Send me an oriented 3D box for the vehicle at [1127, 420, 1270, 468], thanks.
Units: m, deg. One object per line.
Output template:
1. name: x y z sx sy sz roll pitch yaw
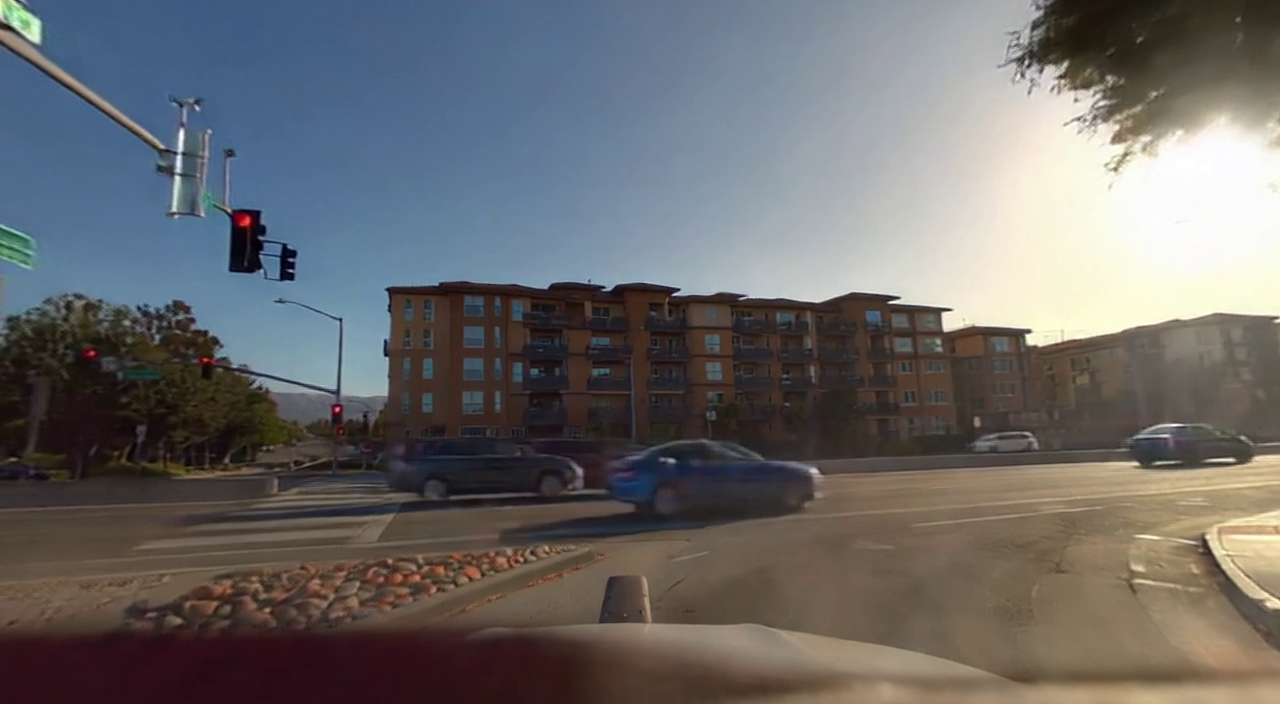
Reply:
1. vehicle: 21.368 3.526 24.144 4.711 1.688 1.915 3 -9 -20

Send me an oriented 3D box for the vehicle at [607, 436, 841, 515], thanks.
1. vehicle: 1.744 2.533 13.416 4.521 1.433 1.943 3 -9 -20

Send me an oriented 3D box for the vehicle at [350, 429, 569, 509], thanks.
1. vehicle: -4.239 2.718 15.089 4.683 1.678 1.981 3 -9 -20

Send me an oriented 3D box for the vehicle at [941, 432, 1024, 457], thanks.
1. vehicle: 21.686 5.836 39.931 4.751 1.487 1.888 3 -9 -20
